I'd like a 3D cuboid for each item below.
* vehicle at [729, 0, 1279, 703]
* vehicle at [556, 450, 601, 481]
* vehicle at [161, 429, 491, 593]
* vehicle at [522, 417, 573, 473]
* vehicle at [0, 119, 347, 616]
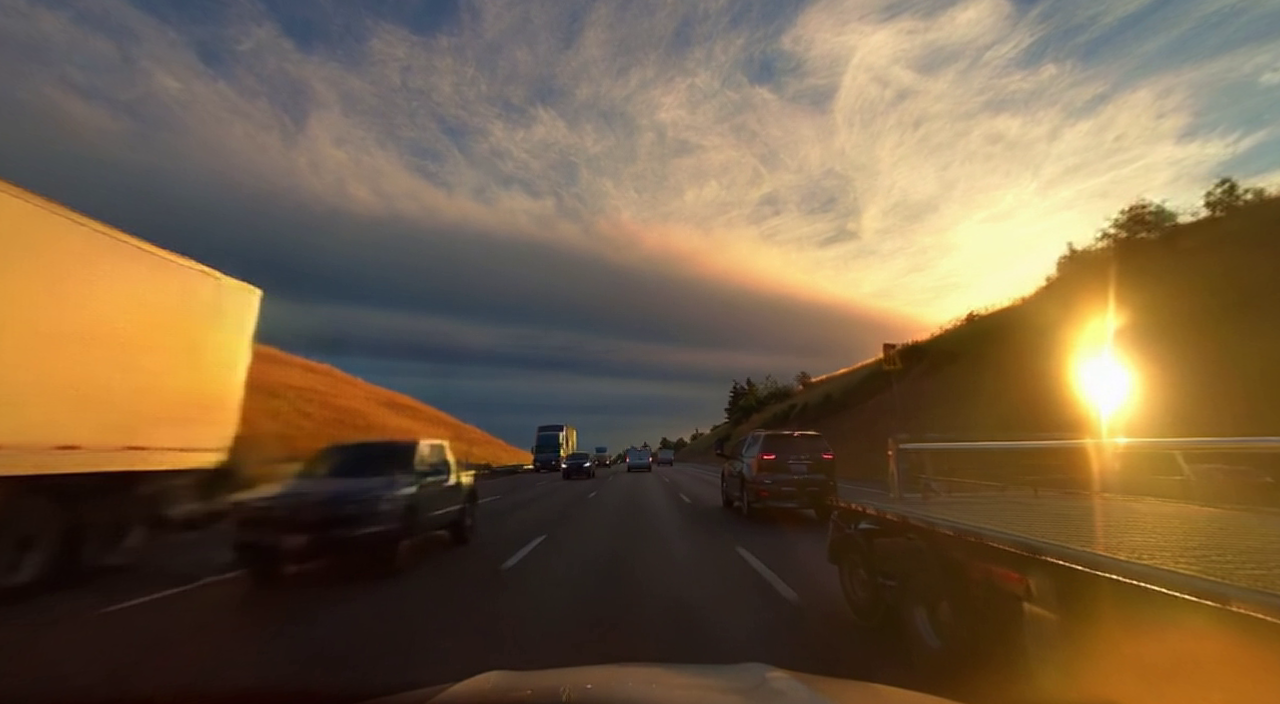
[{"bbox_3d":[3.344,0.285,5.993,2.845,4.071,14.008,0,-9,0],"label":"vehicle"},{"bbox_3d":[-3.234,6.048,33.829,1.949,1.555,3.888,0,-9,1],"label":"vehicle"},{"bbox_3d":[-3.619,1.907,8.481,2.088,1.589,4.464,0,-9,0],"label":"vehicle"},{"bbox_3d":[-6.897,7.093,47.978,2.910,3.989,5.837,0,-9,0],"label":"vehicle"},{"bbox_3d":[-6.778,-0.040,4.159,2.876,4.095,13.941,0,-9,1],"label":"vehicle"}]
